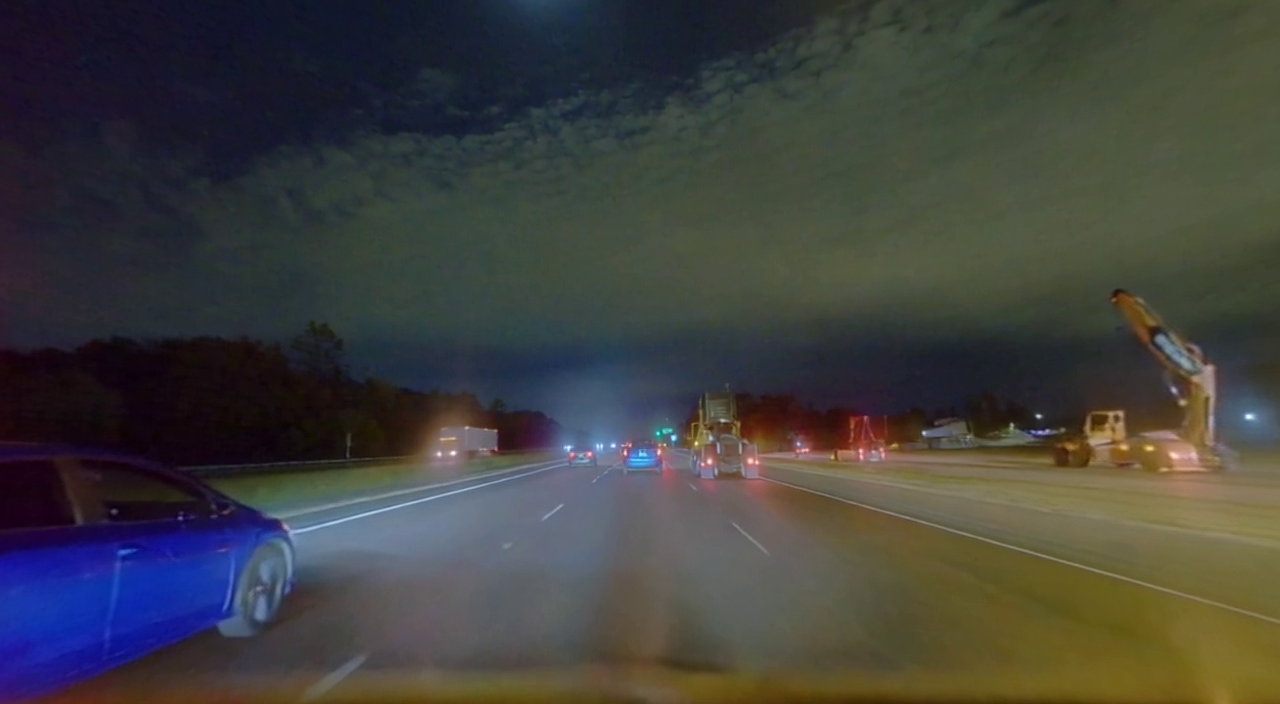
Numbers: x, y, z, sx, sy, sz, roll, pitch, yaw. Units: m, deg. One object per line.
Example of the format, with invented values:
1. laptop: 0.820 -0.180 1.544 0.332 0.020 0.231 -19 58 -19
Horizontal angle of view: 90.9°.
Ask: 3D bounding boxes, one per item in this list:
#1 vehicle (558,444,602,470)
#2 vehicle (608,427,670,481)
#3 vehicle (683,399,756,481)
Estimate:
1. vehicle: -3.455 6.167 37.329 2.096 1.469 4.319 0 -8 1
2. vehicle: -0.008 4.148 25.824 2.308 1.993 4.631 0 -8 1
3. vehicle: 4.041 4.796 34.225 2.793 3.828 9.580 0 -8 1
